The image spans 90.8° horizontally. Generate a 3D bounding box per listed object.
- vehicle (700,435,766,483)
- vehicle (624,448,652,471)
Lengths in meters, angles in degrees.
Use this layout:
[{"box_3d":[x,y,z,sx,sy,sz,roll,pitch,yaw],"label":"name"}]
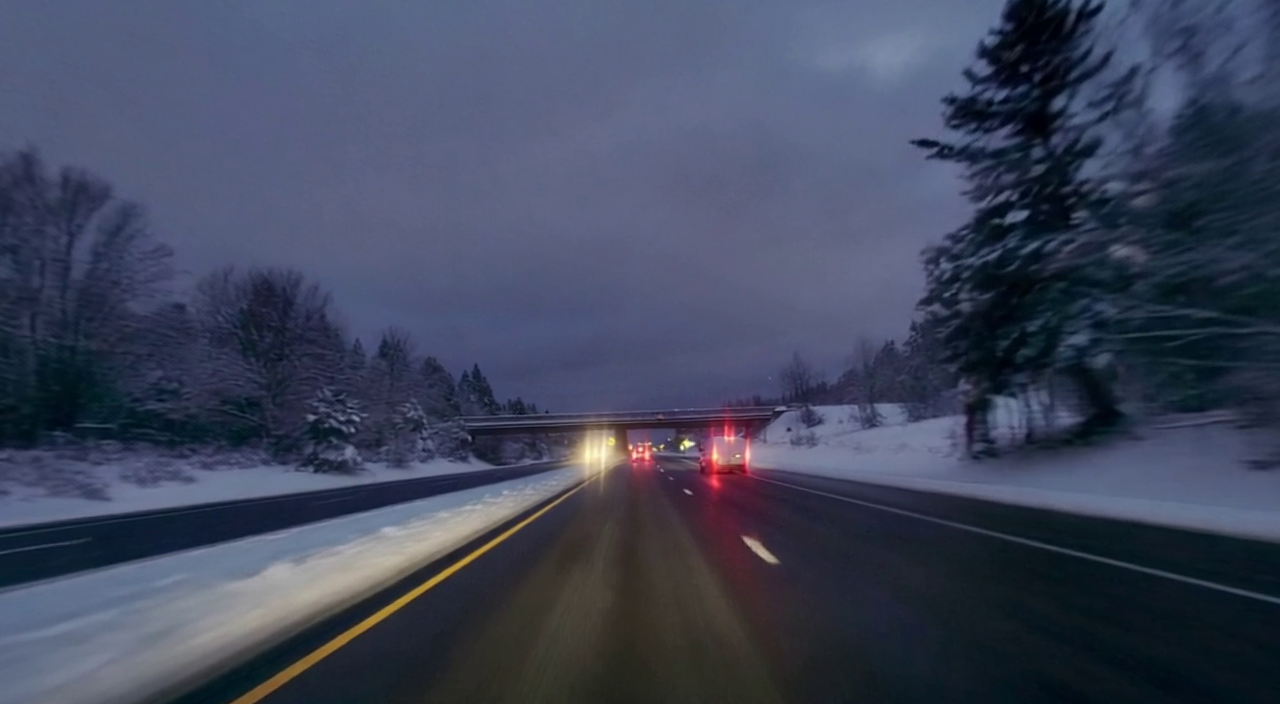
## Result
[{"box_3d":[4.108,4.878,28.940,2.152,1.998,5.380,0,-9,-1],"label":"vehicle"},{"box_3d":[-0.145,8.022,47.285,2.013,1.584,3.995,0,-9,1],"label":"vehicle"}]
